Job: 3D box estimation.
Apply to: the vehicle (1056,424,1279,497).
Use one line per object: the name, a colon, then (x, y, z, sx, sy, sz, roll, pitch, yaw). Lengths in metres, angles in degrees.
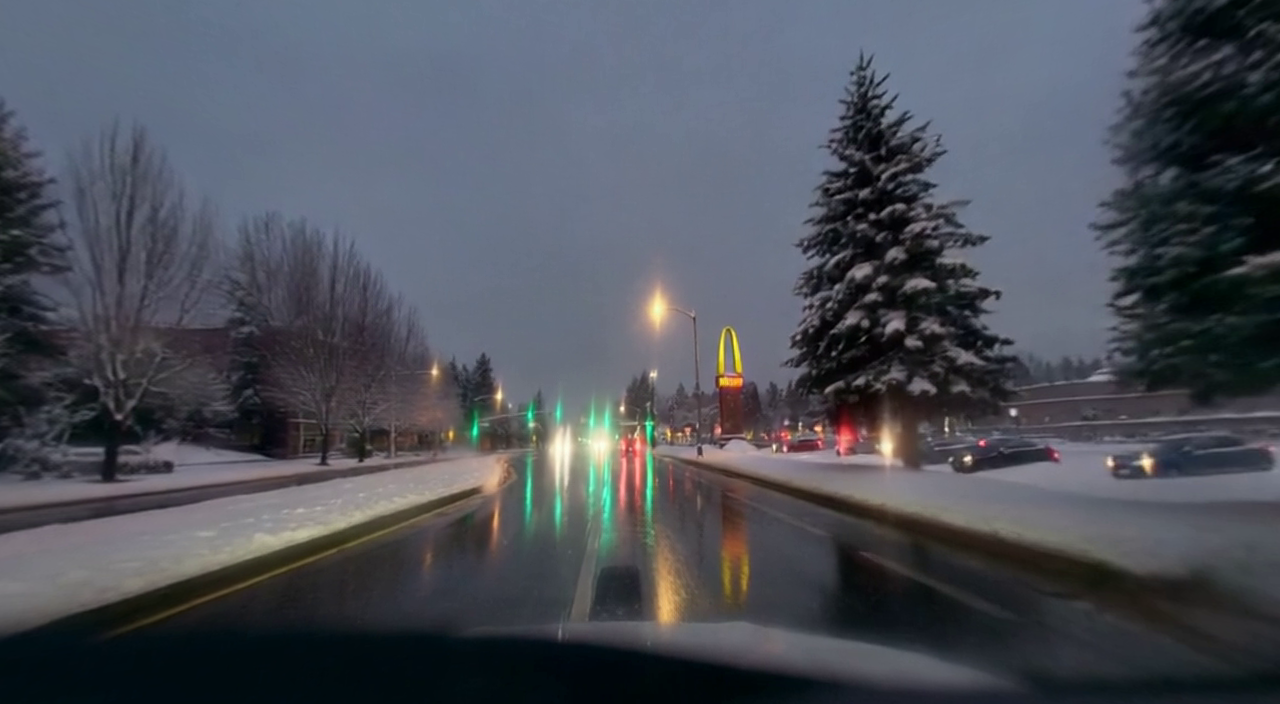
vehicle: (14.353, 2.885, 17.062, 4.722, 1.483, 2.119, -4, -8, -3)

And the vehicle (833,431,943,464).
vehicle: (12.937, 4.998, 33.235, 4.769, 1.636, 2.281, 0, -9, -3)

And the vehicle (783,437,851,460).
vehicle: (13.178, 7.213, 47.142, 4.395, 1.497, 1.975, -1, -8, -2)

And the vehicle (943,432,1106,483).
vehicle: (13.660, 3.743, 22.639, 4.538, 1.433, 2.023, -3, -7, -4)
